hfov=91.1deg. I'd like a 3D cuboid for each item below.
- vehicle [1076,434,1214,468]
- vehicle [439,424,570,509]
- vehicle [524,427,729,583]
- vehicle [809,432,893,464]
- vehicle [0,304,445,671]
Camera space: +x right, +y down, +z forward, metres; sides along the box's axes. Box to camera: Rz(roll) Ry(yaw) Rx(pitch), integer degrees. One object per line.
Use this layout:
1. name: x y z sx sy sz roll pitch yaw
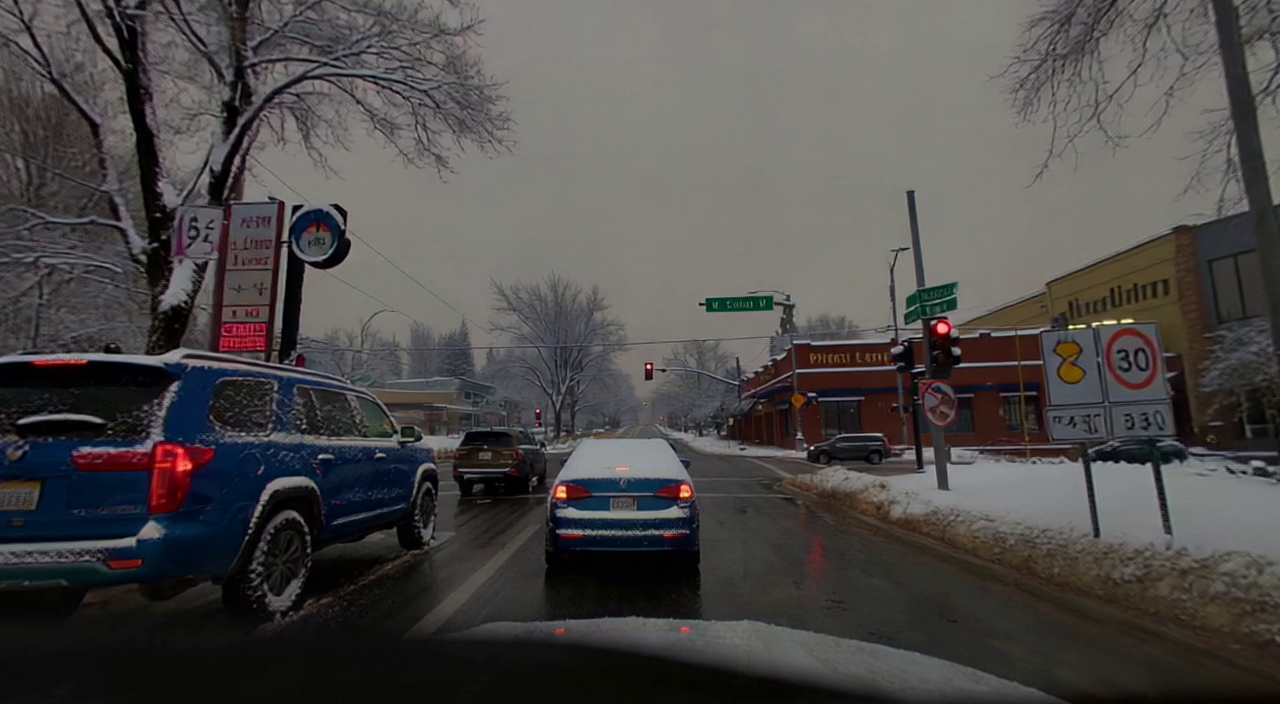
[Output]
1. vehicle: 23.786 4.687 29.854 4.809 1.476 1.845 -6 -9 32
2. vehicle: -2.931 2.594 14.598 2.047 1.664 4.148 0 -8 1
3. vehicle: -0.163 1.784 8.185 1.966 1.481 4.146 0 -8 -1
4. vehicle: 11.953 5.482 35.771 4.116 1.719 2.069 -1 -9 7
5. vehicle: -3.817 1.130 6.212 2.152 2.118 5.066 0 -8 0
